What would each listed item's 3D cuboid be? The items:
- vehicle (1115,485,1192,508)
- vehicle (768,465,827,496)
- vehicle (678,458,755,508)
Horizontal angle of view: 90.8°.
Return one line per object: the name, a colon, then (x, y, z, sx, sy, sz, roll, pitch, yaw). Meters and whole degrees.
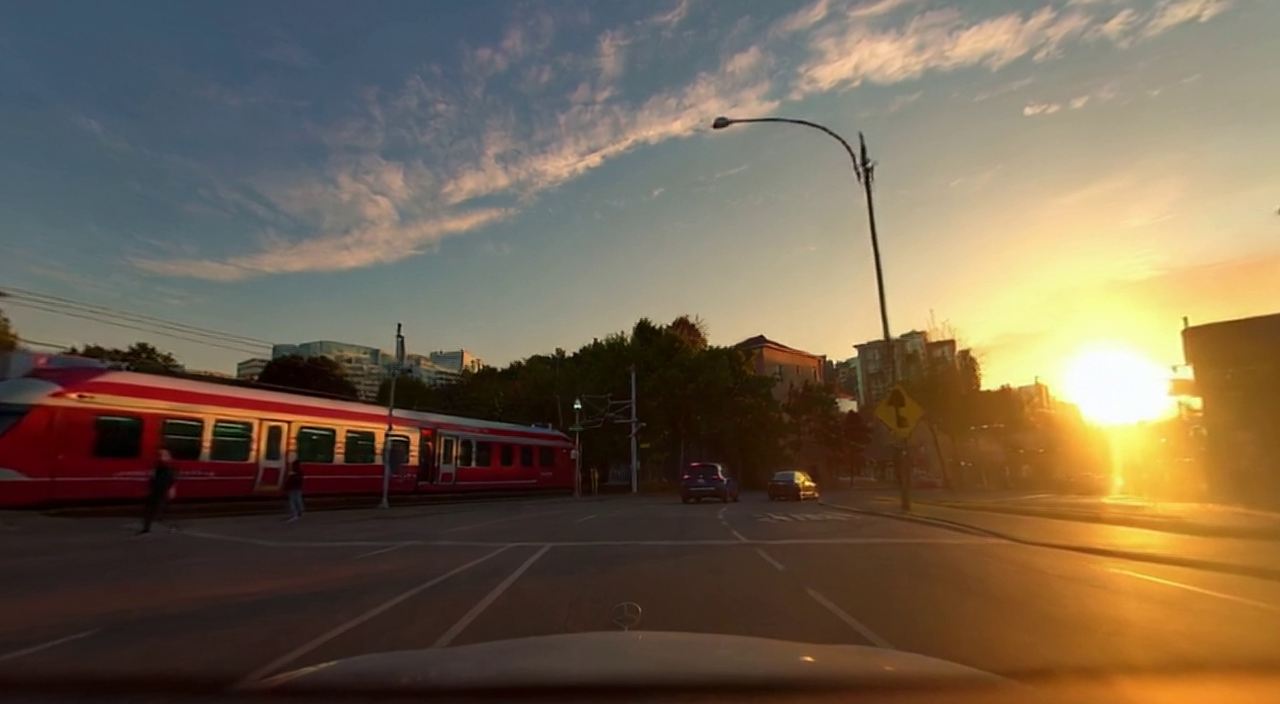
vehicle: (37.785, 10.600, 46.558, 3.934, 1.480, 1.728, -4, -9, 19)
vehicle: (9.748, 7.865, 38.910, 2.010, 1.725, 4.320, -7, -11, 34)
vehicle: (3.160, 5.165, 25.298, 2.263, 1.765, 4.237, -3, -10, 17)
